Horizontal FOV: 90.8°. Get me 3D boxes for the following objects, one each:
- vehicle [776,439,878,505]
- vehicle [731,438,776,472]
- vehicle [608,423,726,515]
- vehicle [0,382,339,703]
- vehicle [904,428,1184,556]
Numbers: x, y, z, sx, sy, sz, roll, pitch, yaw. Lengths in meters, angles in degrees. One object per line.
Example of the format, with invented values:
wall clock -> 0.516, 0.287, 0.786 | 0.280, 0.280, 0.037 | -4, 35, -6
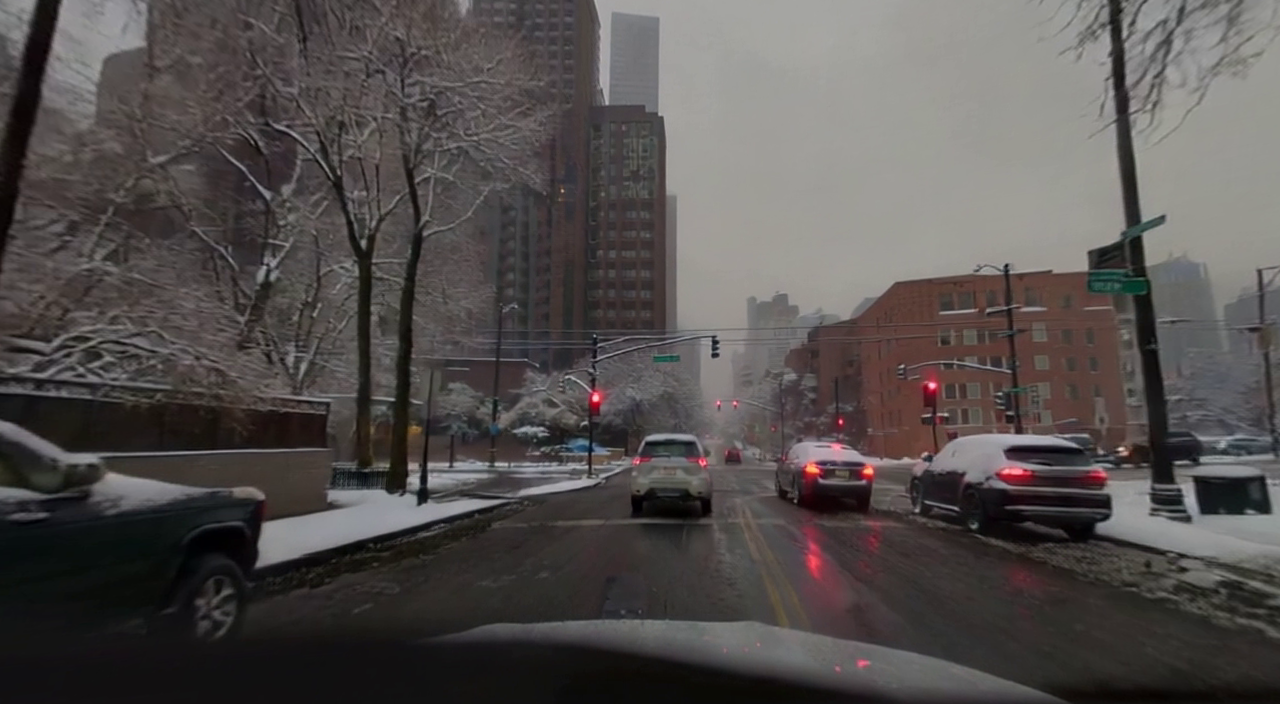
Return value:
vehicle -> 5.131, 3.321, 17.950 | 2.111, 1.619, 4.077 | -1, -9, 7
vehicle -> 6.122, 5.616, 34.503 | 2.111, 1.705, 4.093 | -1, -9, 6
vehicle -> 0.863, 2.763, 15.451 | 2.333, 1.832, 5.200 | -1, -9, 8
vehicle -> -4.007, 1.115, 3.492 | 2.013, 1.772, 4.439 | -1, -9, 8
vehicle -> 6.951, 2.427, 11.871 | 2.093, 1.815, 5.441 | -1, -9, 6
